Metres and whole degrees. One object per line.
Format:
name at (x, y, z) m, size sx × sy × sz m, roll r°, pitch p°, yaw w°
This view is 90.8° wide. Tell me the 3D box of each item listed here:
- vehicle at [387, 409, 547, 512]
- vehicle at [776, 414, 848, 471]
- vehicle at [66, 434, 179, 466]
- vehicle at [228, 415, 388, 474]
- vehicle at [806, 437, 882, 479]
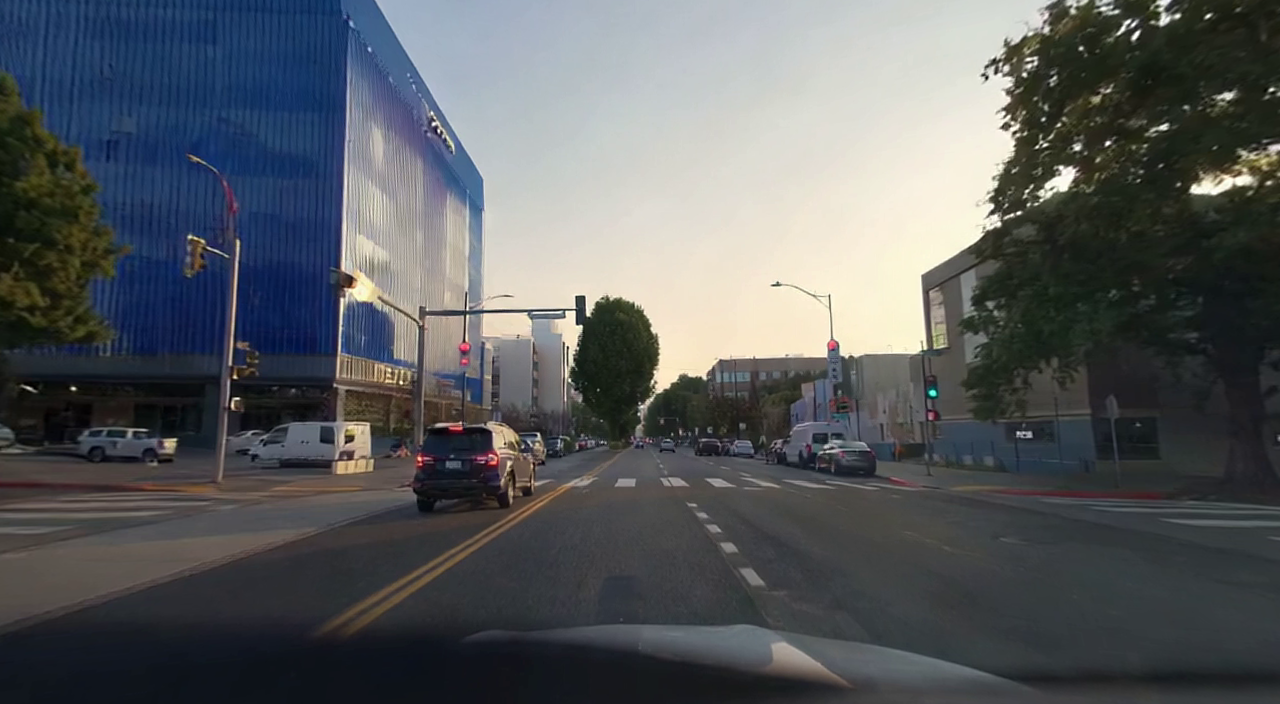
vehicle at (-3.322, 2.211, 13.187) m, size 2.002 × 1.756 × 4.366 m, roll 0°, pitch -9°, yaw 1°
vehicle at (9.084, 4.895, 33.993) m, size 2.285 × 2.778 × 5.847 m, roll 0°, pitch -9°, yaw 1°
vehicle at (-25.220, 4.769, 30.857) m, size 3.998 × 1.423 × 1.754 m, roll 0°, pitch -6°, yaw 2°
vehicle at (-13.524, 3.806, 26.044) m, size 5.188 × 2.293 × 2.381 m, roll 0°, pitch -9°, yaw -1°
vehicle at (8.826, 4.622, 27.755) m, size 1.854 × 1.663 × 4.300 m, roll 0°, pitch -9°, yaw 0°
